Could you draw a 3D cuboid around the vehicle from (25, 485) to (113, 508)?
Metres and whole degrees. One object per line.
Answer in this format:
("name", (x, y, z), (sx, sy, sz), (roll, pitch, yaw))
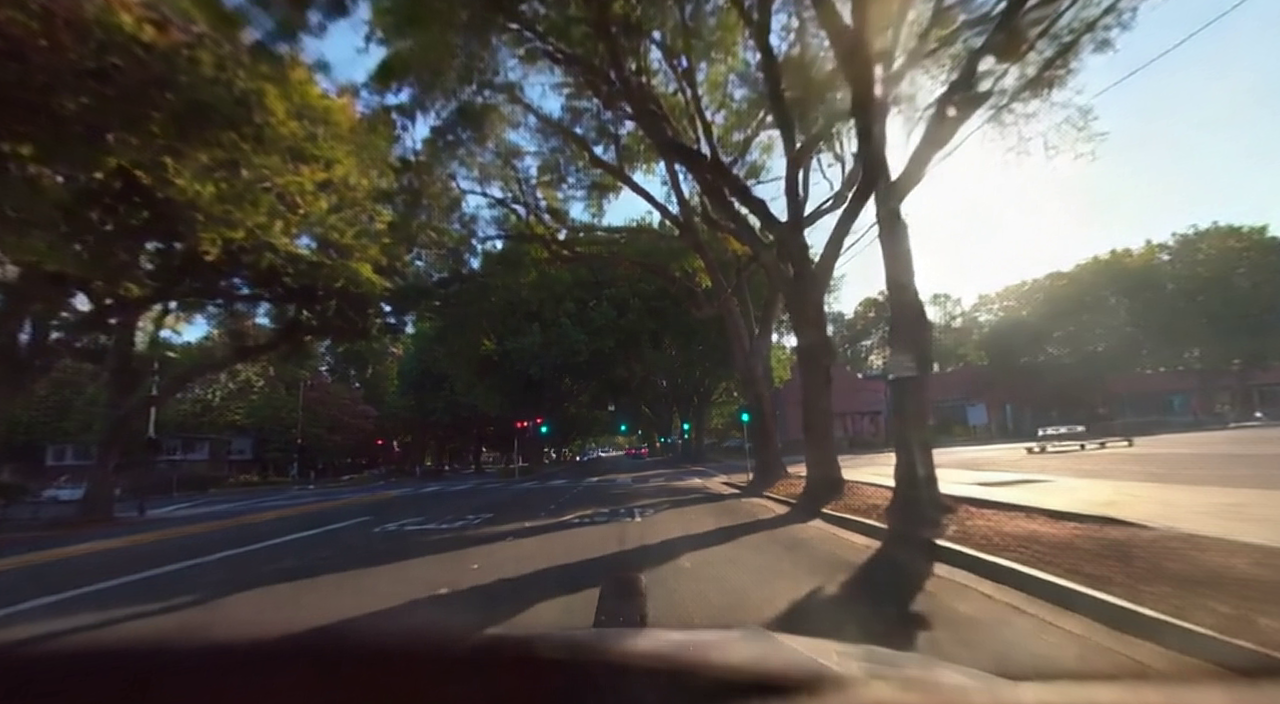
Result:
("vehicle", (-40.495, 10.227, 44.860), (4.173, 1.452, 1.908), (1, -9, -7))

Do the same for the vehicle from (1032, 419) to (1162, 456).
("vehicle", (23.304, 4.394, 32.396), (4.902, 1.519, 2.182), (-3, -8, 0))
